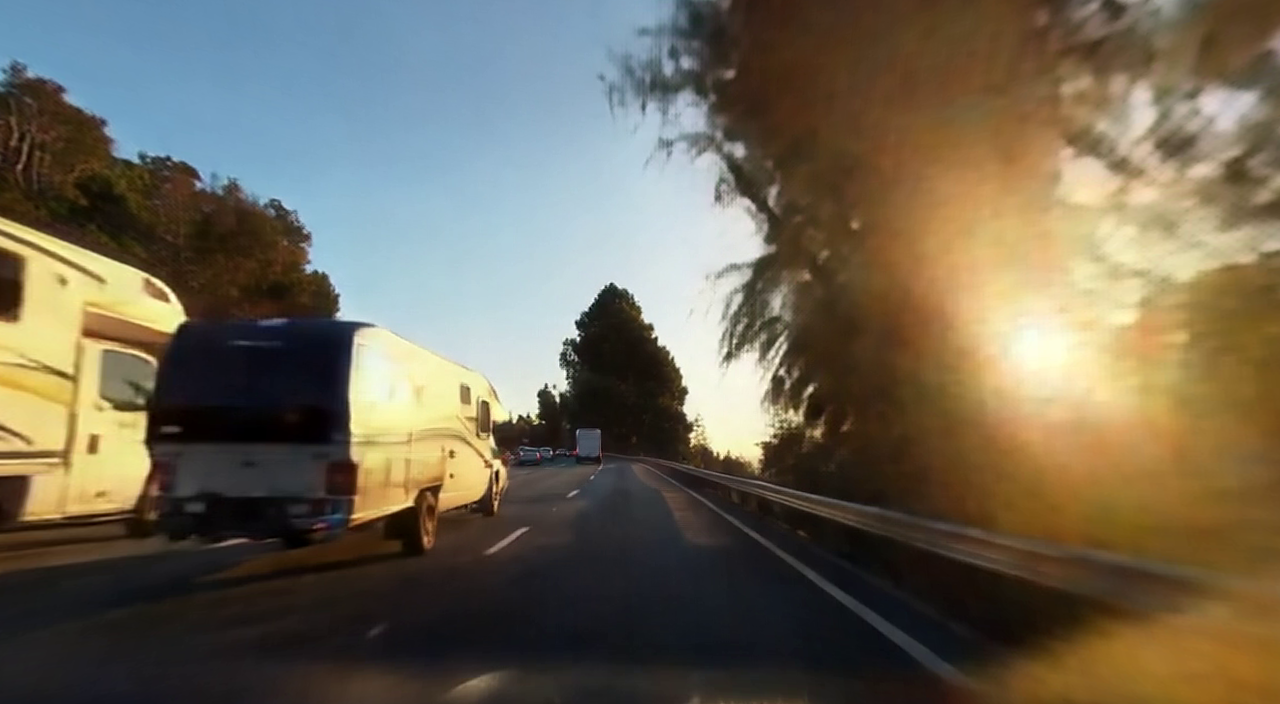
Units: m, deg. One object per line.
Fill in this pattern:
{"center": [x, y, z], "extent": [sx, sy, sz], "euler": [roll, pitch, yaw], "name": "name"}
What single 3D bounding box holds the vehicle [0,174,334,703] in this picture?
{"center": [-4.102, 0.671, 4.017], "extent": [2.331, 2.583, 3.743], "euler": [0, -9, 0], "name": "vehicle"}
